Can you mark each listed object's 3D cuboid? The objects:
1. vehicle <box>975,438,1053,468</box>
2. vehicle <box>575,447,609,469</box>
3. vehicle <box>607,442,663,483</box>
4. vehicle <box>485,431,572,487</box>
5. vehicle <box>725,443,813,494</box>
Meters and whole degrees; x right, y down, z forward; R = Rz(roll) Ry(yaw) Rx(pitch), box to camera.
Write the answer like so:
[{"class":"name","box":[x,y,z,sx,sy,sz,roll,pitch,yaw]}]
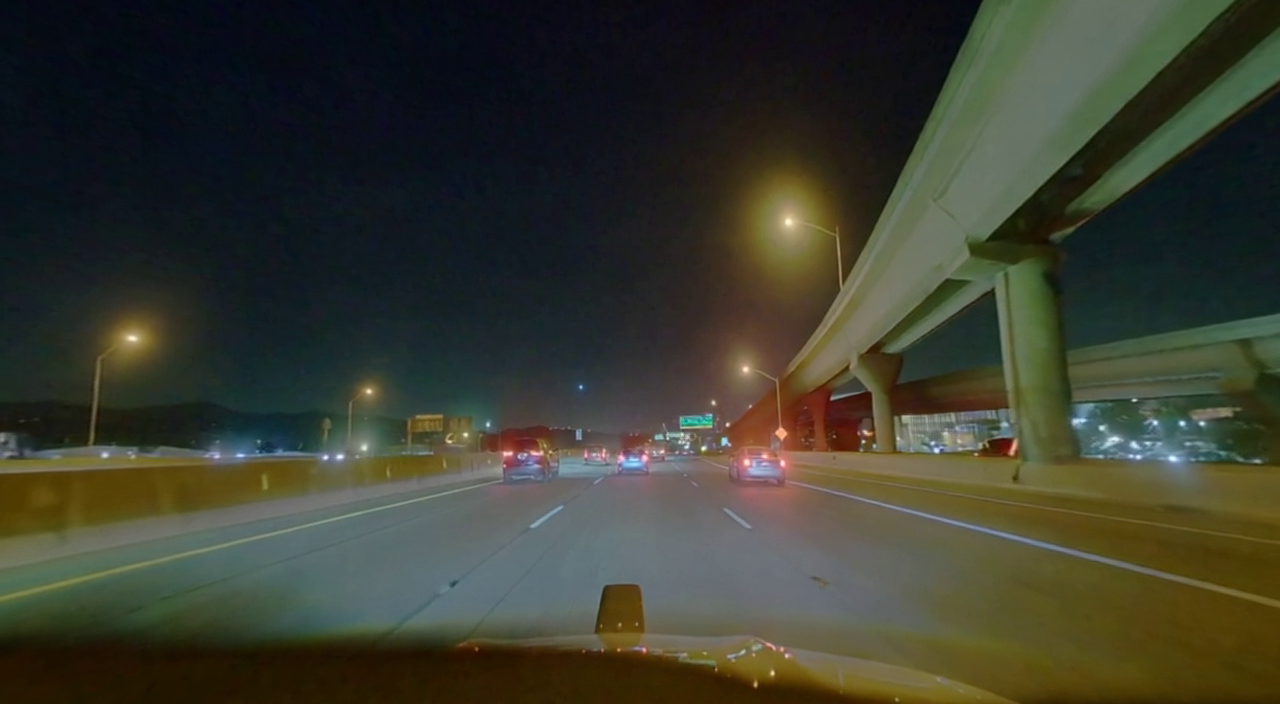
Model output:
[{"class":"vehicle","box":[26.674,7.259,45.281,2.376,1.988,6.109,-1,-9,6]},{"class":"vehicle","box":[-3.323,7.407,44.299,1.868,1.431,4.055,0,-9,2]},{"class":"vehicle","box":[-0.162,4.402,25.389,2.089,1.493,3.964,0,-9,1]},{"class":"vehicle","box":[-3.924,3.876,23.067,2.142,1.819,4.648,0,-9,2]},{"class":"vehicle","box":[4.093,3.744,20.669,1.974,1.490,3.994,0,-9,-1]}]
